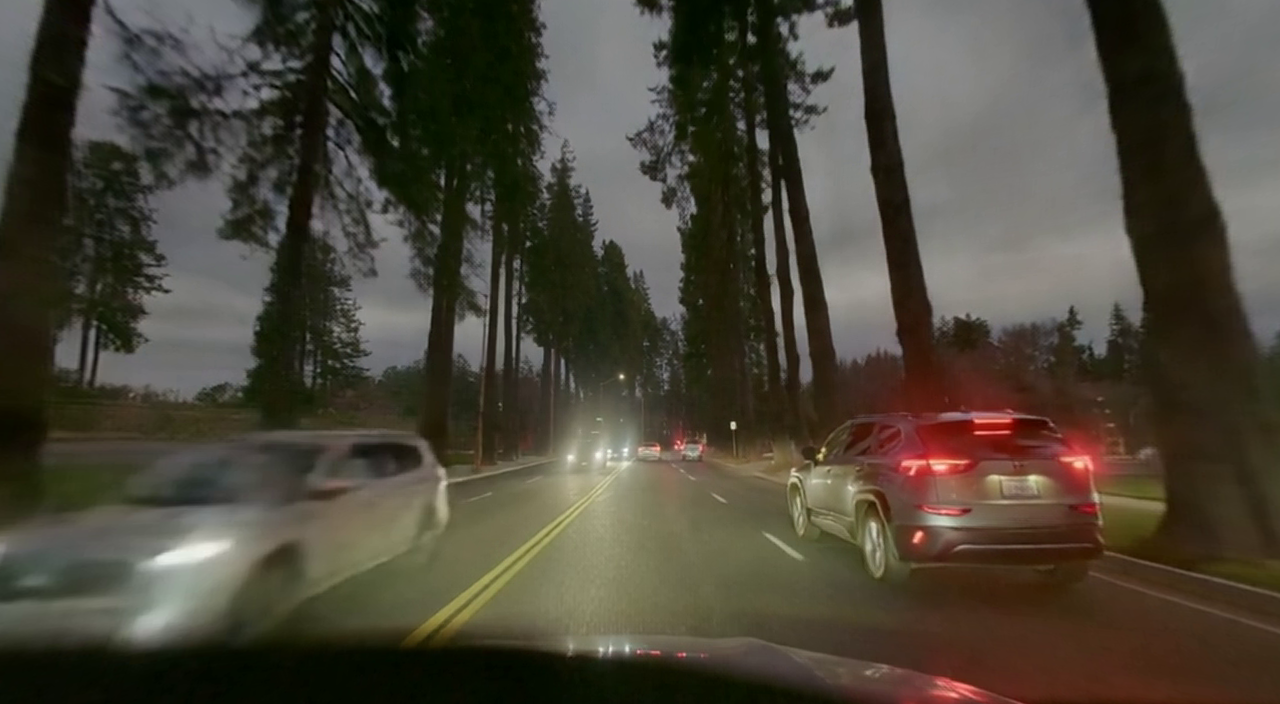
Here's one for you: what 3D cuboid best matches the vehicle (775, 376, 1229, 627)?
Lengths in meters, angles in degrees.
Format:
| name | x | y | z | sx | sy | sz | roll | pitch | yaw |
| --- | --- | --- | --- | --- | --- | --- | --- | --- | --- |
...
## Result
| name | x | y | z | sx | sy | sz | roll | pitch | yaw |
| --- | --- | --- | --- | --- | --- | --- | --- | --- | --- |
| vehicle | 3.280 | 1.497 | 7.353 | 2.219 | 1.881 | 5.104 | 0 | -8 | 0 |

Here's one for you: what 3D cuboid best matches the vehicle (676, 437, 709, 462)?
| name | x | y | z | sx | sy | sz | roll | pitch | yaw |
| --- | --- | --- | --- | --- | --- | --- | --- | --- | --- |
| vehicle | 3.926 | 7.354 | 47.582 | 2.069 | 1.791 | 4.422 | 0 | -8 | 0 |

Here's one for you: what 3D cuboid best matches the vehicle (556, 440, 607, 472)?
| name | x | y | z | sx | sy | sz | roll | pitch | yaw |
| --- | --- | --- | --- | --- | --- | --- | --- | --- | --- |
| vehicle | -2.934 | 5.318 | 32.435 | 2.096 | 1.515 | 4.481 | 0 | -8 | 2 |

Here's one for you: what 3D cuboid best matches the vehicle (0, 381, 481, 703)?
| name | x | y | z | sx | sy | sz | roll | pitch | yaw |
| --- | --- | --- | --- | --- | --- | --- | --- | --- | --- |
| vehicle | -2.931 | 1.198 | 4.550 | 2.182 | 1.486 | 4.809 | 0 | -8 | 1 |
